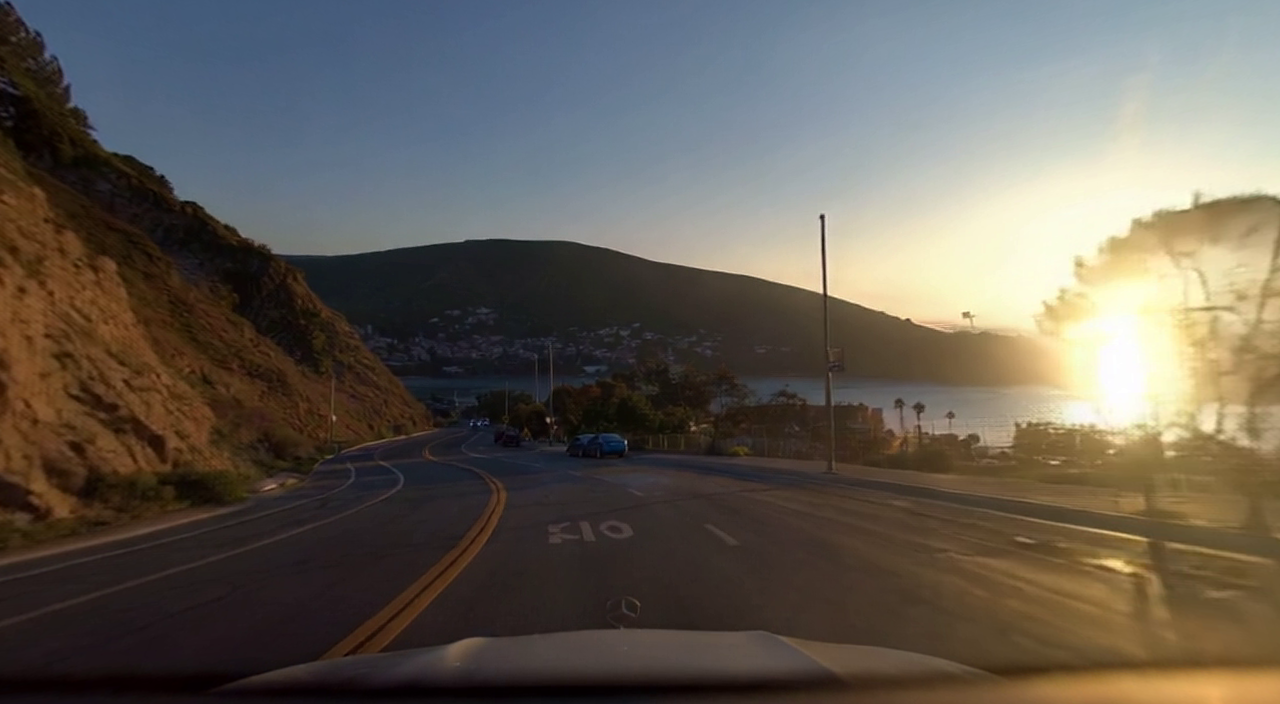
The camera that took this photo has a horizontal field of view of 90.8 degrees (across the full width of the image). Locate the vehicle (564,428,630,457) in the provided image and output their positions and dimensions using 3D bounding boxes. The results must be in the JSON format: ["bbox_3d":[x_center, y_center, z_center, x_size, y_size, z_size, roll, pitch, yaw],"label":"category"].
[{"bbox_3d":[-2.525,5.517,38.397,2.064,1.667,4.453,-4,-9,25],"label":"vehicle"}]
